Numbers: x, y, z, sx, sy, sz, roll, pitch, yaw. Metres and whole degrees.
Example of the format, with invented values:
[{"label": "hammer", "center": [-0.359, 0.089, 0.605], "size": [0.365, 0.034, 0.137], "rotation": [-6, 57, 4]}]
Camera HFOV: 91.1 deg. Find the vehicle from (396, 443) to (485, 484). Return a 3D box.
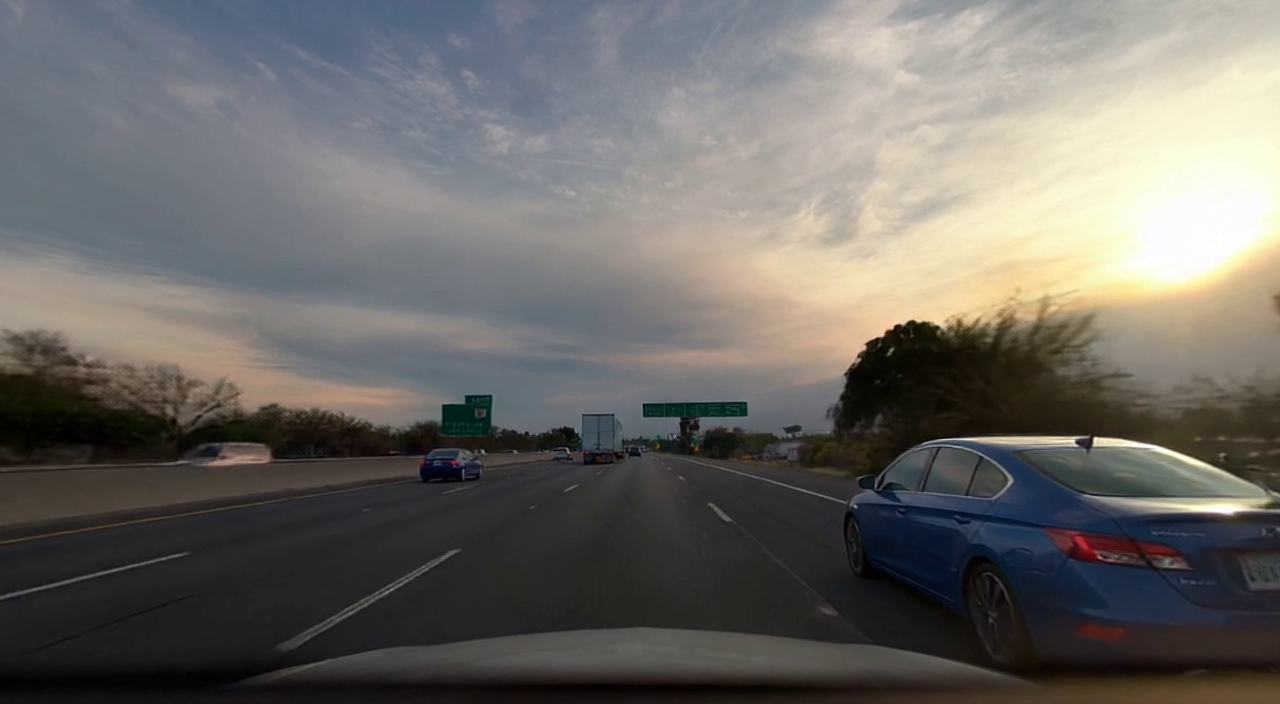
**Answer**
[{"label": "vehicle", "center": [-7.700, 4.314, 24.732], "size": [1.901, 1.467, 4.629], "rotation": [0, -8, 1]}]
